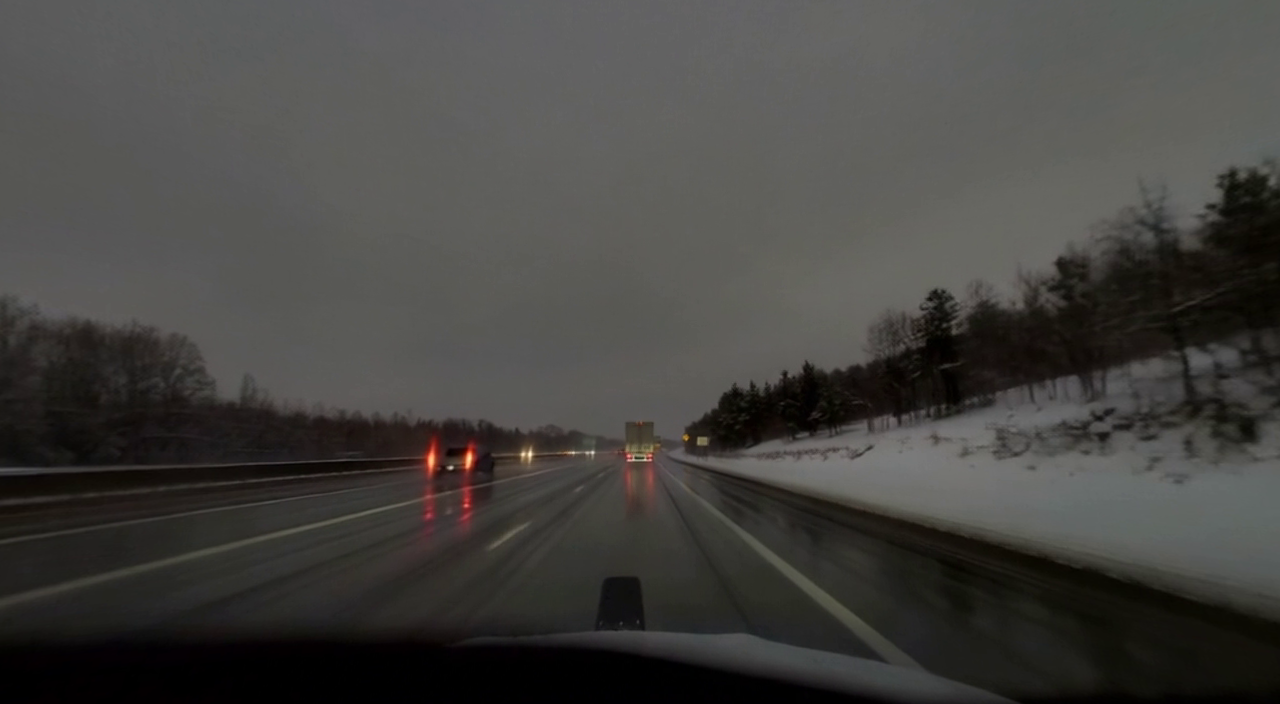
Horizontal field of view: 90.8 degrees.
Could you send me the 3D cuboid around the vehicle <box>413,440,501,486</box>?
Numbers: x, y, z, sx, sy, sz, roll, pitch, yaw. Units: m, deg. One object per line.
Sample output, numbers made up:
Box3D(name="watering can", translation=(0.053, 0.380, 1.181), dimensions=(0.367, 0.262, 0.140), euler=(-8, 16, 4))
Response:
Box3D(name="vehicle", translation=(-7.312, 4.510, 25.804), dimensions=(2.067, 1.676, 4.789), euler=(0, -9, 1))
